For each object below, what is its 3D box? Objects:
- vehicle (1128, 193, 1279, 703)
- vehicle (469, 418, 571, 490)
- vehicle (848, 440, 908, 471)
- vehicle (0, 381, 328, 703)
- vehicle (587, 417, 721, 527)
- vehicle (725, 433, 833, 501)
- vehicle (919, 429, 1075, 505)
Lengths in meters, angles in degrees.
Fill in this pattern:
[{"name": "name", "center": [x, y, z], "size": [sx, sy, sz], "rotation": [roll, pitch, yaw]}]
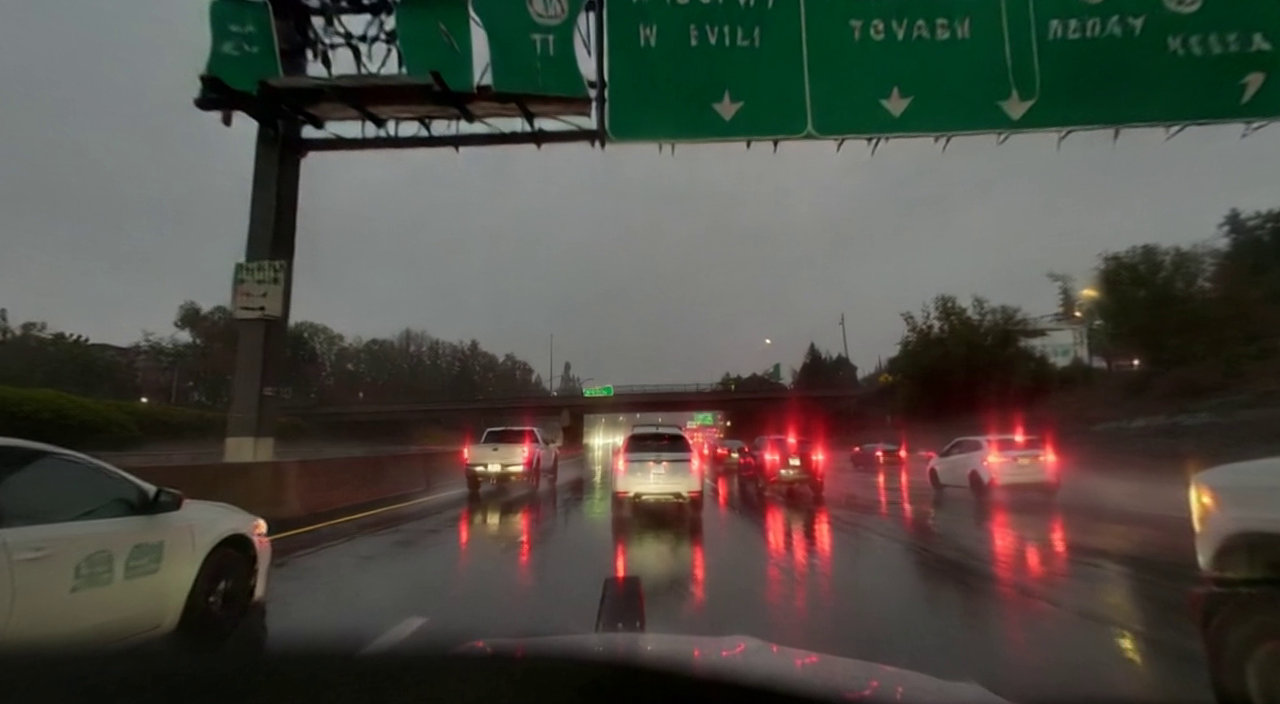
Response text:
[{"name": "vehicle", "center": [3.551, 0.228, 0.337], "size": [2.300, 2.242, 5.327], "rotation": [0, -9, 1]}, {"name": "vehicle", "center": [-3.932, 3.512, 21.924], "size": [2.212, 2.101, 6.052], "rotation": [0, -9, 2]}, {"name": "vehicle", "center": [14.812, 6.456, 39.472], "size": [2.085, 1.754, 4.466], "rotation": [0, -9, 2]}, {"name": "vehicle", "center": [-3.669, 0.942, 2.835], "size": [2.014, 1.579, 4.761], "rotation": [0, -9, 1]}, {"name": "vehicle", "center": [0.256, 2.268, 12.420], "size": [2.181, 1.756, 4.167], "rotation": [0, -9, 1]}, {"name": "vehicle", "center": [3.724, 3.172, 17.773], "size": [2.022, 1.633, 4.651], "rotation": [0, -9, 0]}, {"name": "vehicle", "center": [9.555, 3.088, 17.332], "size": [1.977, 1.795, 4.208], "rotation": [0, -9, 3]}]
